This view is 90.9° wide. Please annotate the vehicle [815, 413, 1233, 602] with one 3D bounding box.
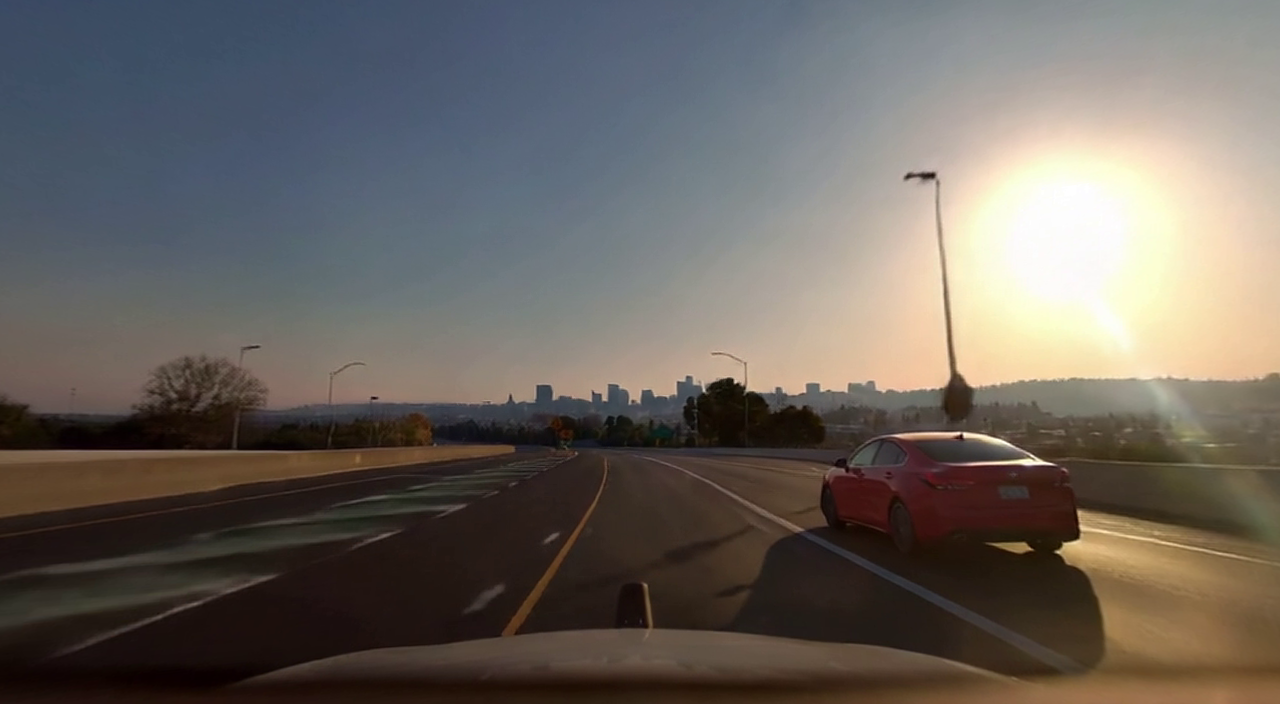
[{"bbox_3d":[3.919,1.663,7.748,2.104,1.575,4.698,0,-8,-1],"label":"vehicle"}]
